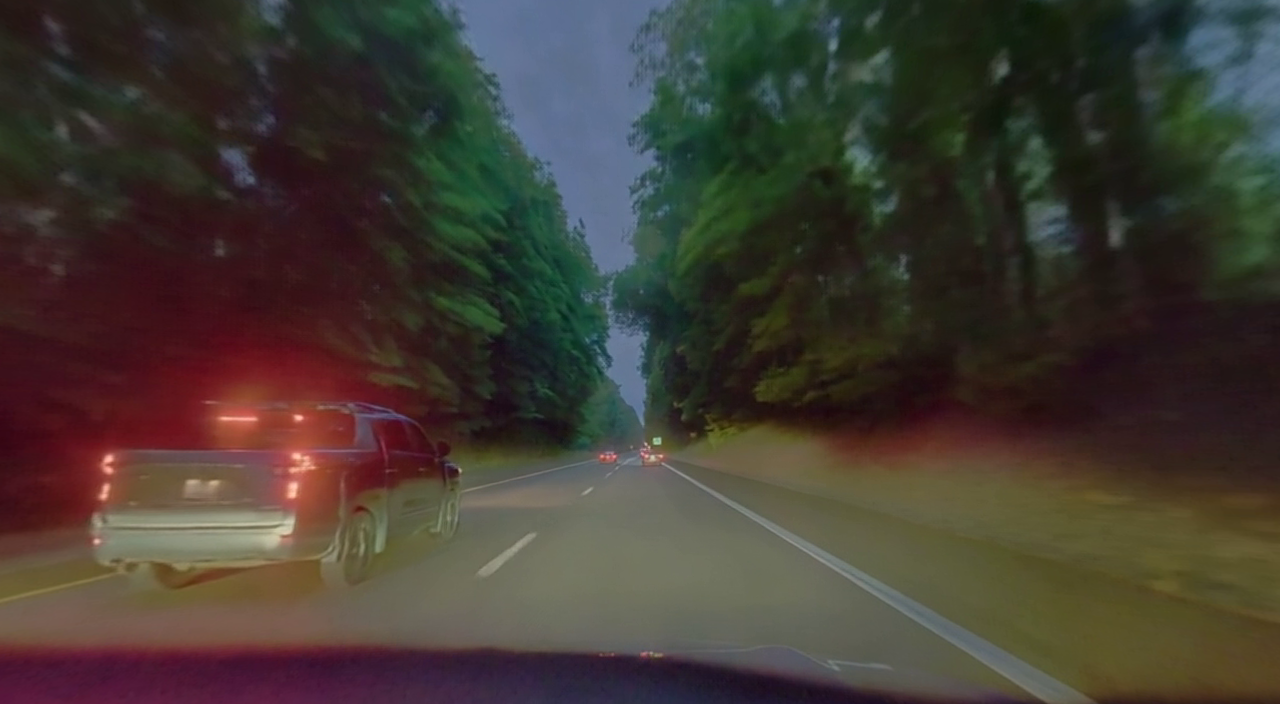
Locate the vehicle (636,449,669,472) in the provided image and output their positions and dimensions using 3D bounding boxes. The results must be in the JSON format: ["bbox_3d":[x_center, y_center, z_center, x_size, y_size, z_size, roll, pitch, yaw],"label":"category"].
[{"bbox_3d":[0.824,7.375,43.159,2.046,1.452,4.407,0,-9,-2],"label":"vehicle"}]

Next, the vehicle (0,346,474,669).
[{"bbox_3d":[-3.621,1.339,6.545,2.418,2.049,4.930,0,-9,0],"label":"vehicle"}]
